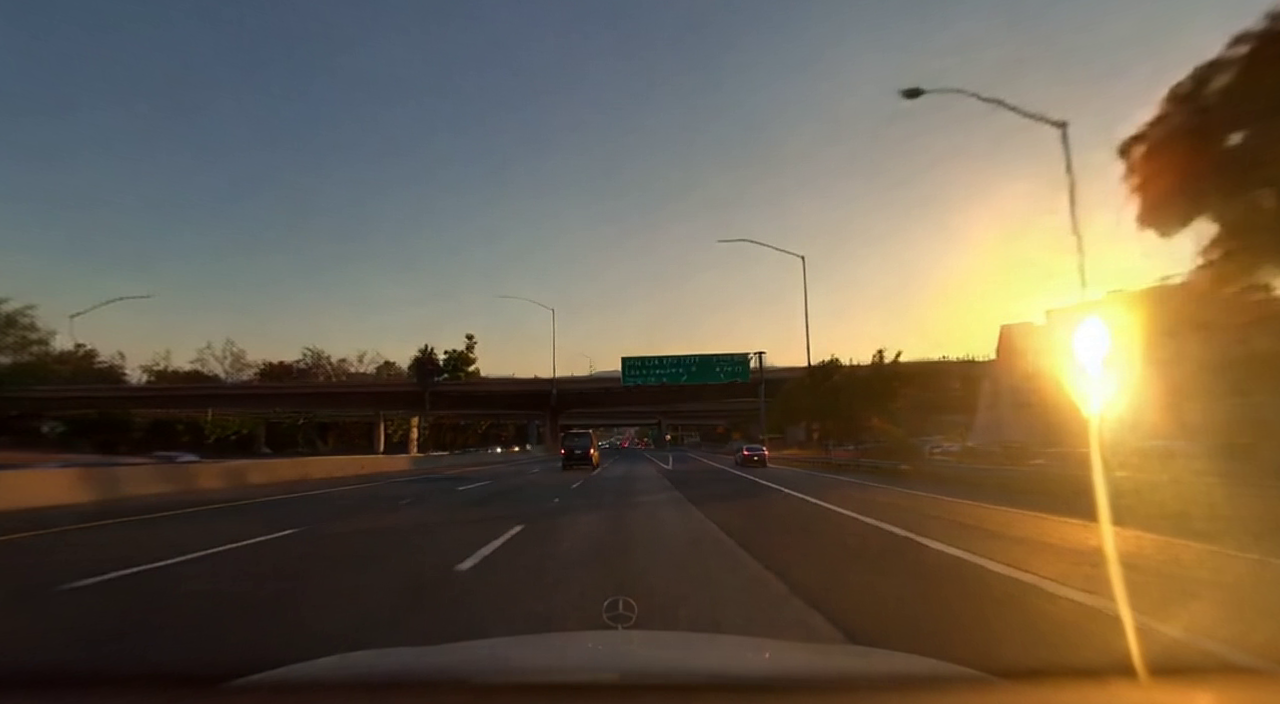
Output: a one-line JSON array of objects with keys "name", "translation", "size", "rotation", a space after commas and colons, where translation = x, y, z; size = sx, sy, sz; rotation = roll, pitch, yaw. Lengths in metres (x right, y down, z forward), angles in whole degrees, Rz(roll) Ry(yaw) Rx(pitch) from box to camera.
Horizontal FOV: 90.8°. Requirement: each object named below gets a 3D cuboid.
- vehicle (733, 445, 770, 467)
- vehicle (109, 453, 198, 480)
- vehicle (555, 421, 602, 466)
[{"name": "vehicle", "translation": [8.257, 7.704, 47.006], "size": [2.035, 1.491, 4.246], "rotation": [0, -9, 1]}, {"name": "vehicle", "translation": [-30.032, 7.048, 39.215], "size": [1.937, 1.487, 4.552], "rotation": [0, -9, -1]}, {"name": "vehicle", "translation": [-4.312, 6.634, 45.607], "size": [2.881, 2.937, 7.045], "rotation": [0, -9, -2]}]
